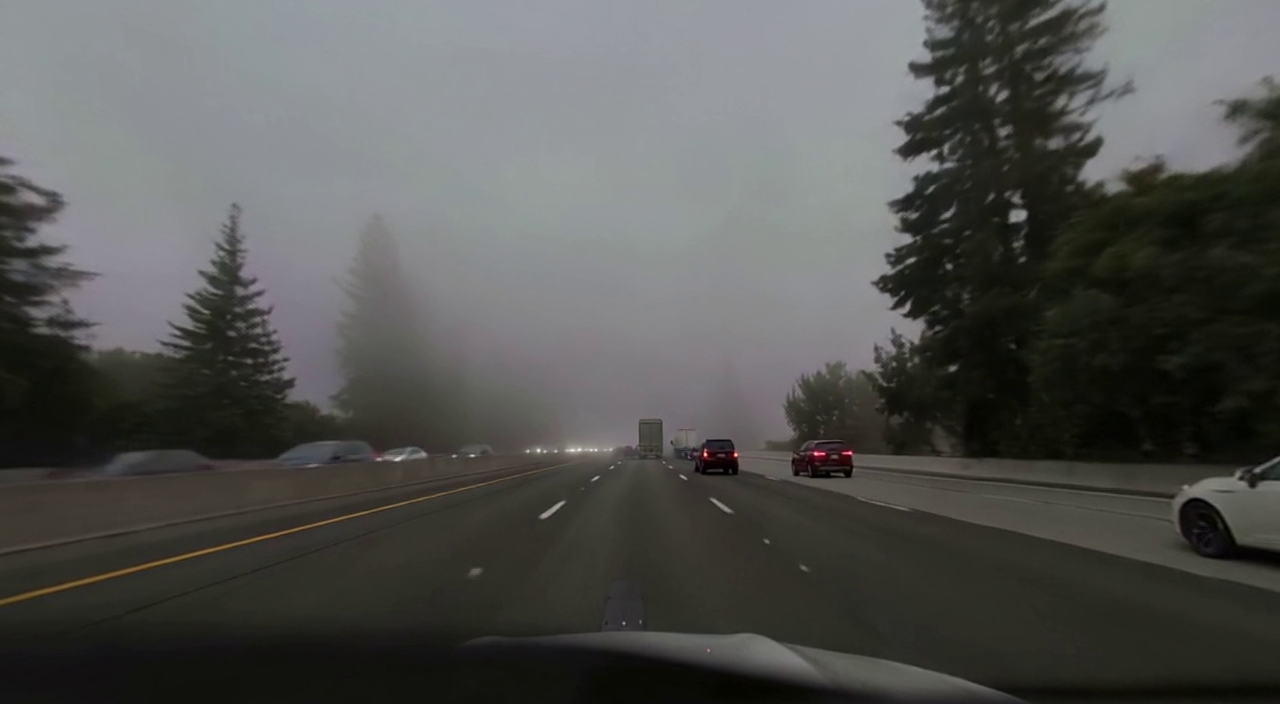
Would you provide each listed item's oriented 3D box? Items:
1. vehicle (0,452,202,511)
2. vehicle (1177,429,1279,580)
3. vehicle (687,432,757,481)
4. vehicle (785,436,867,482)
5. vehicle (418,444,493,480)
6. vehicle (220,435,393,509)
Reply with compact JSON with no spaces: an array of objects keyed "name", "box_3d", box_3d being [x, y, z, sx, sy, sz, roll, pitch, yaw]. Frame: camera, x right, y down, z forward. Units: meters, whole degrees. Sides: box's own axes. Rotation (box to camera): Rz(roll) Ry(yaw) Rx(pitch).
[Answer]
[{"name":"vehicle","box_3d":[-15.662,3.726,18.721,1.895,1.445,4.696,0,-8,0]},{"name":"vehicle","box_3d":[7.416,1.335,5.007,2.022,1.488,4.817,0,-8,-1]},{"name":"vehicle","box_3d":[3.346,4.393,26.866,2.209,1.862,4.717,0,-8,-2]},{"name":"vehicle","box_3d":[7.434,4.296,25.660,1.976,1.703,4.288,0,-8,-1]},{"name":"vehicle","box_3d":[-8.269,4.937,28.749,1.958,1.503,4.671,0,-8,1]},{"name":"vehicle","box_3d":[-8.127,2.933,15.940,1.997,1.600,4.277,0,-8,0]}]
